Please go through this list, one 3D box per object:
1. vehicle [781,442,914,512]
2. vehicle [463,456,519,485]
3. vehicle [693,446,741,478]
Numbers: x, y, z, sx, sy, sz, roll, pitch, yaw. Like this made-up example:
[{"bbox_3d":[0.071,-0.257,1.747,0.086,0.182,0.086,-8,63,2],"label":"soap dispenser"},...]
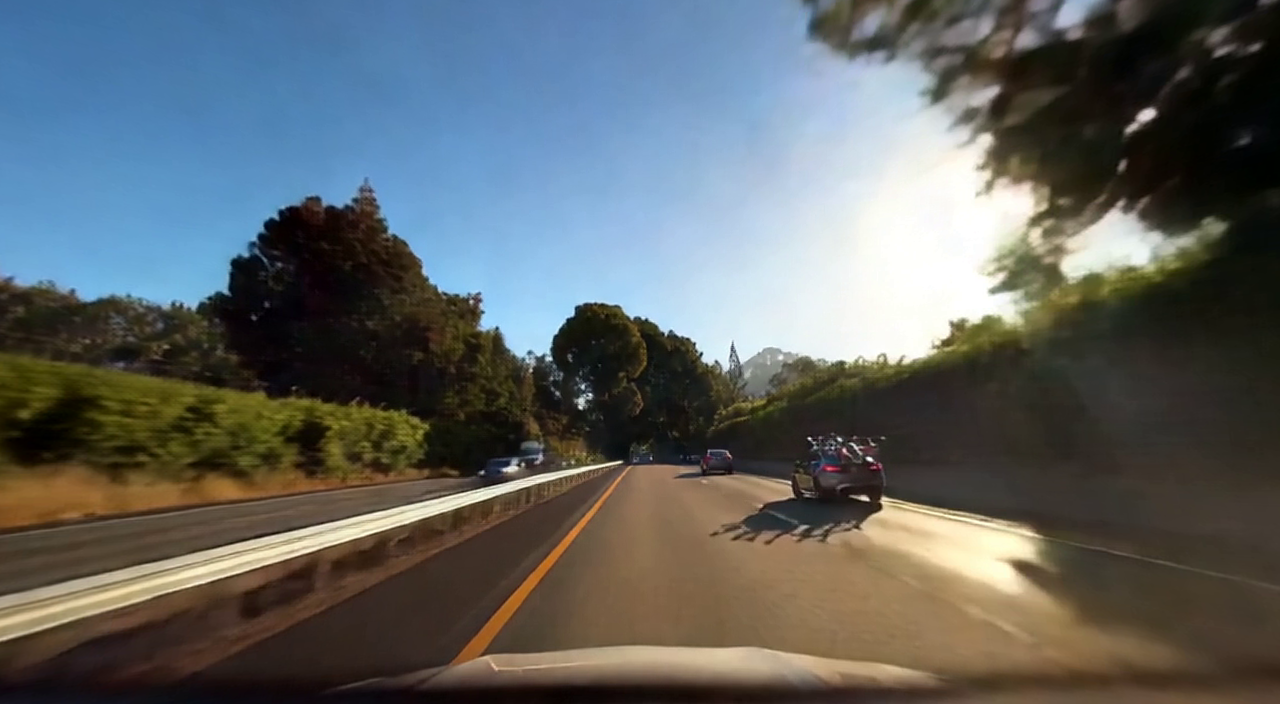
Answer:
[{"bbox_3d":[4.964,3.023,15.691,1.964,1.513,3.707,0,-9,-1],"label":"vehicle"},{"bbox_3d":[-8.389,6.692,35.879,1.979,1.470,4.558,0,-9,1],"label":"vehicle"},{"bbox_3d":[4.272,6.204,35.848,2.122,1.662,4.392,0,-9,-1],"label":"vehicle"}]
